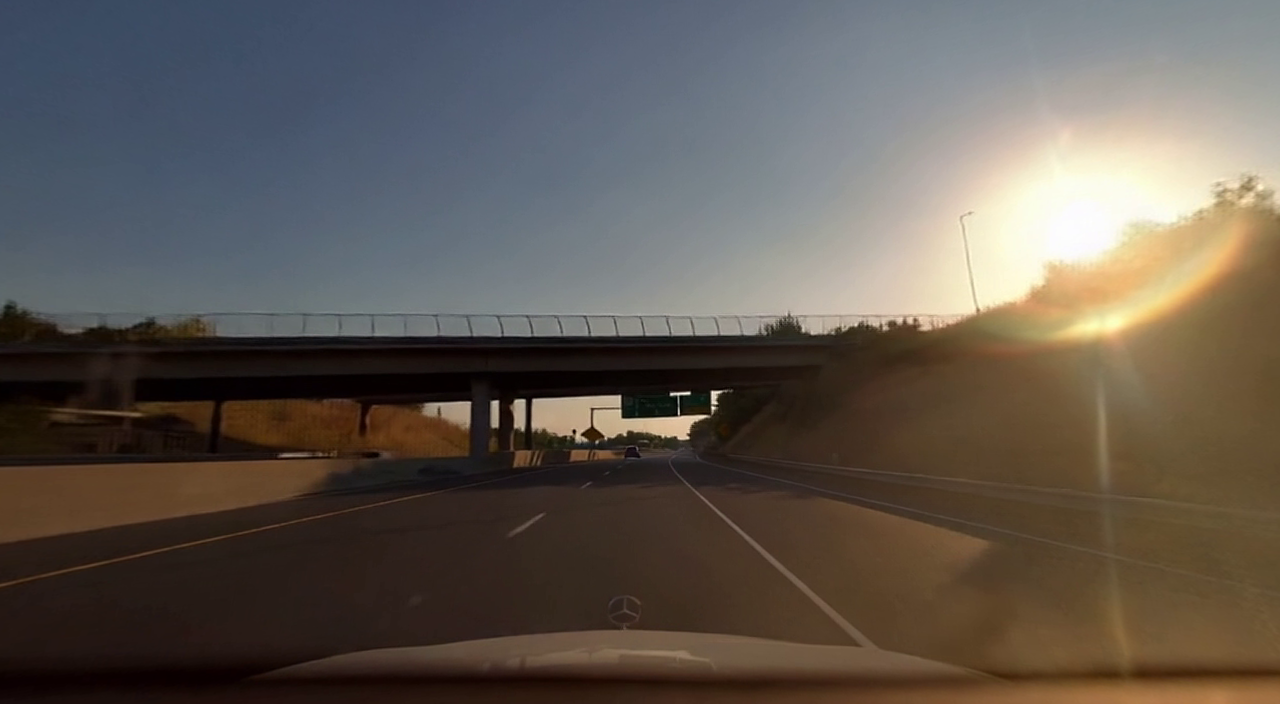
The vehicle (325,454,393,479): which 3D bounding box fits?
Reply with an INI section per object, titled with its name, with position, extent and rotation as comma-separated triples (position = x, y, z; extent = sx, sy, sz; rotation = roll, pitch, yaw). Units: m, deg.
[vehicle]
position = -17.469, 7.114, 39.398
extent = 2.086, 1.437, 4.431
rotation = 0, -9, 2
